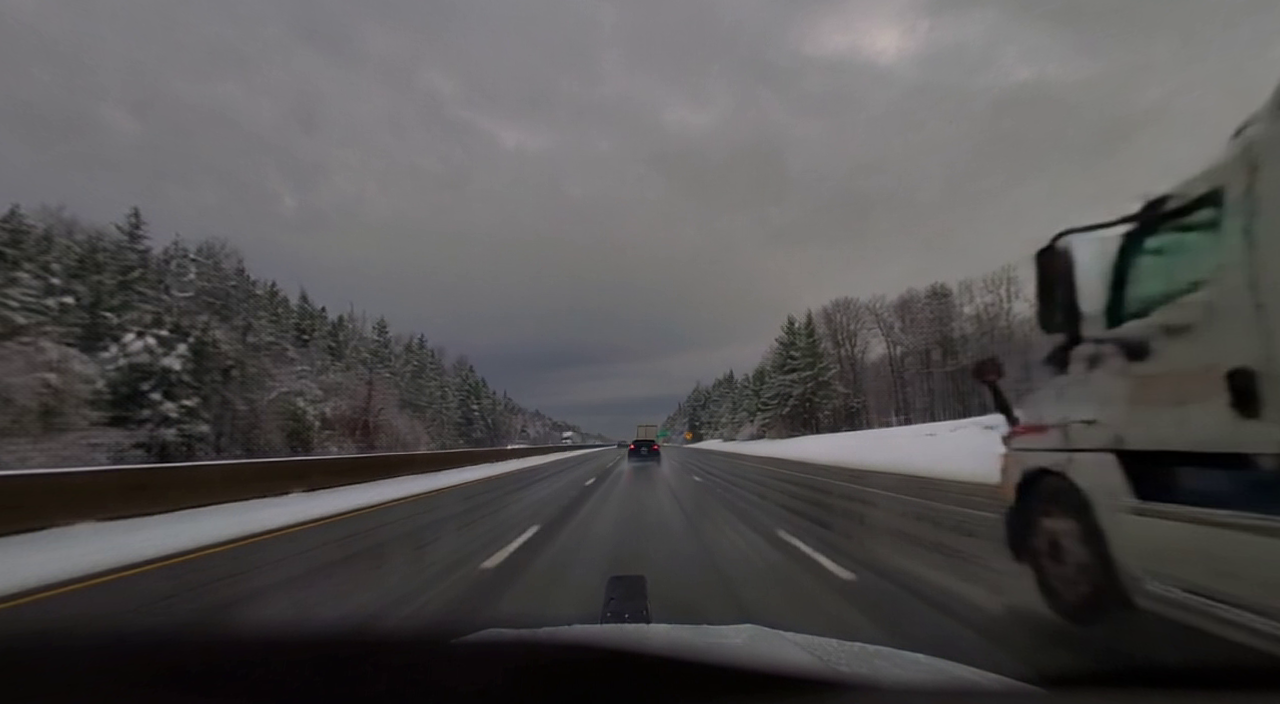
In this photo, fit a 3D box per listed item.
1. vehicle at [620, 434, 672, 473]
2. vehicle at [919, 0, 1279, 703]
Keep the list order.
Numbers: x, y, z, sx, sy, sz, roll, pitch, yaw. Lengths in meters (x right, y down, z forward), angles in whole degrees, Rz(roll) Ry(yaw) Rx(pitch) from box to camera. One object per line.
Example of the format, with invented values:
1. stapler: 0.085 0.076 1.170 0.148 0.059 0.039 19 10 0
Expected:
1. vehicle: 0.323 4.522 28.197 2.139 1.607 4.034 0 -8 2
2. vehicle: 3.804 -0.458 1.629 3.090 4.102 6.417 0 -8 0
